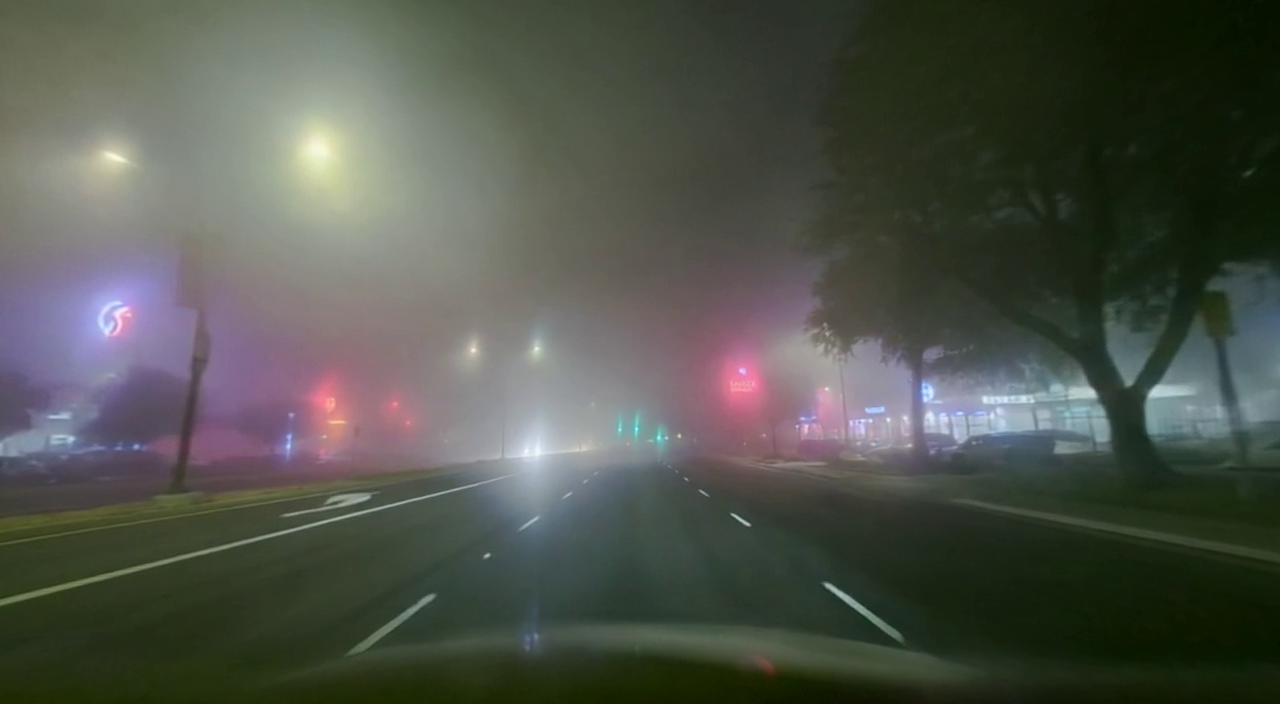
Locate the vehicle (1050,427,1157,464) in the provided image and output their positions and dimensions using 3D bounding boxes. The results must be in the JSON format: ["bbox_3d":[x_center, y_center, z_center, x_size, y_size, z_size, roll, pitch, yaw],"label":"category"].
[{"bbox_3d":[24.362,4.935,33.467,1.917,1.772,5.073,0,-8,2],"label":"vehicle"}]

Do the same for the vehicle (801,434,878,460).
[{"bbox_3d":[13.357,6.398,42.468,4.386,1.570,2.043,-1,-9,-2],"label":"vehicle"}]

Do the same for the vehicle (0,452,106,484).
[{"bbox_3d":[-30.572,5.955,32.529,4.323,1.467,1.895,-2,-9,-1],"label":"vehicle"}]

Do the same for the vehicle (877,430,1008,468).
[{"bbox_3d":[14.282,4.593,30.027,5.134,1.732,2.047,0,-8,0],"label":"vehicle"}]

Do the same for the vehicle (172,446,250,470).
[{"bbox_3d":[-30.780,7.582,45.359,4.189,1.678,1.887,0,-8,1],"label":"vehicle"}]

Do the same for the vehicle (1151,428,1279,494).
[{"bbox_3d":[15.027,2.514,14.820,1.878,1.458,4.709,-1,-9,-4],"label":"vehicle"}]
